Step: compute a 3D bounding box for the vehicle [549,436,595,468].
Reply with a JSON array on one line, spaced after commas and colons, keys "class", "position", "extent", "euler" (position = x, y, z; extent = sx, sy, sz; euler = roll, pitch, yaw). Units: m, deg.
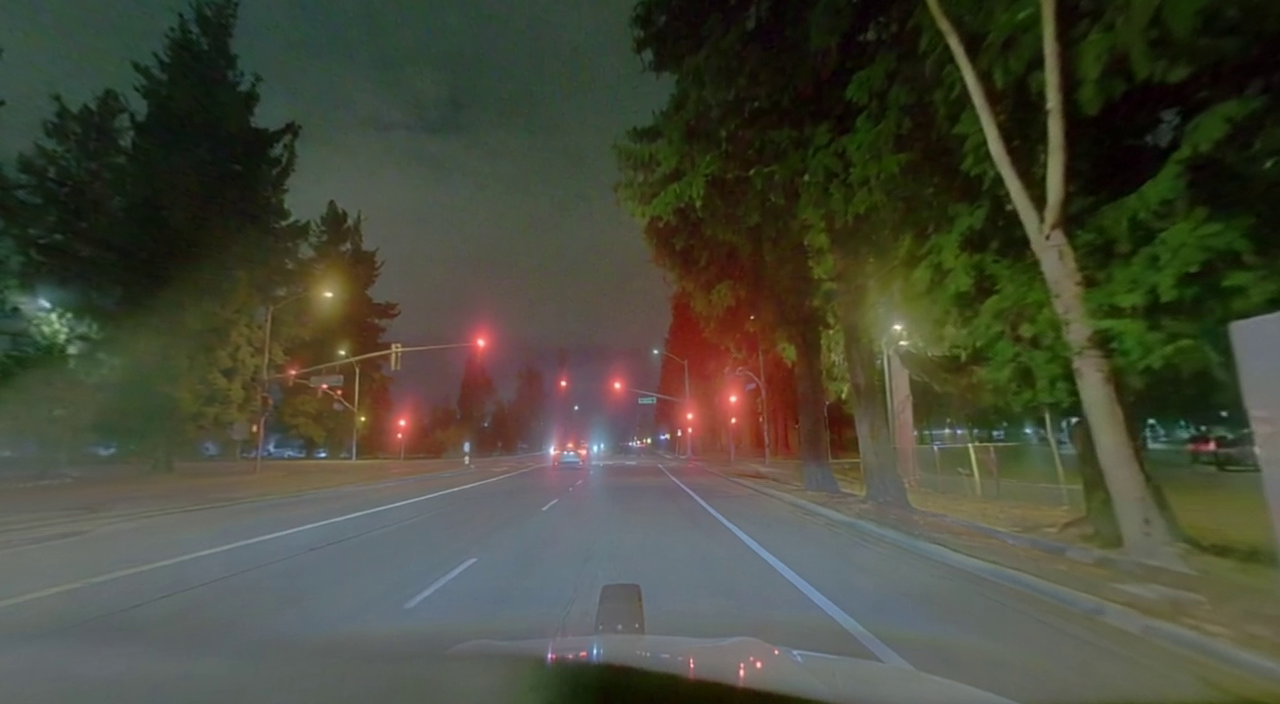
[{"class": "vehicle", "position": [-3.667, 5.475, 34.718], "extent": [2.076, 1.599, 4.483], "euler": [0, -8, -1]}]
